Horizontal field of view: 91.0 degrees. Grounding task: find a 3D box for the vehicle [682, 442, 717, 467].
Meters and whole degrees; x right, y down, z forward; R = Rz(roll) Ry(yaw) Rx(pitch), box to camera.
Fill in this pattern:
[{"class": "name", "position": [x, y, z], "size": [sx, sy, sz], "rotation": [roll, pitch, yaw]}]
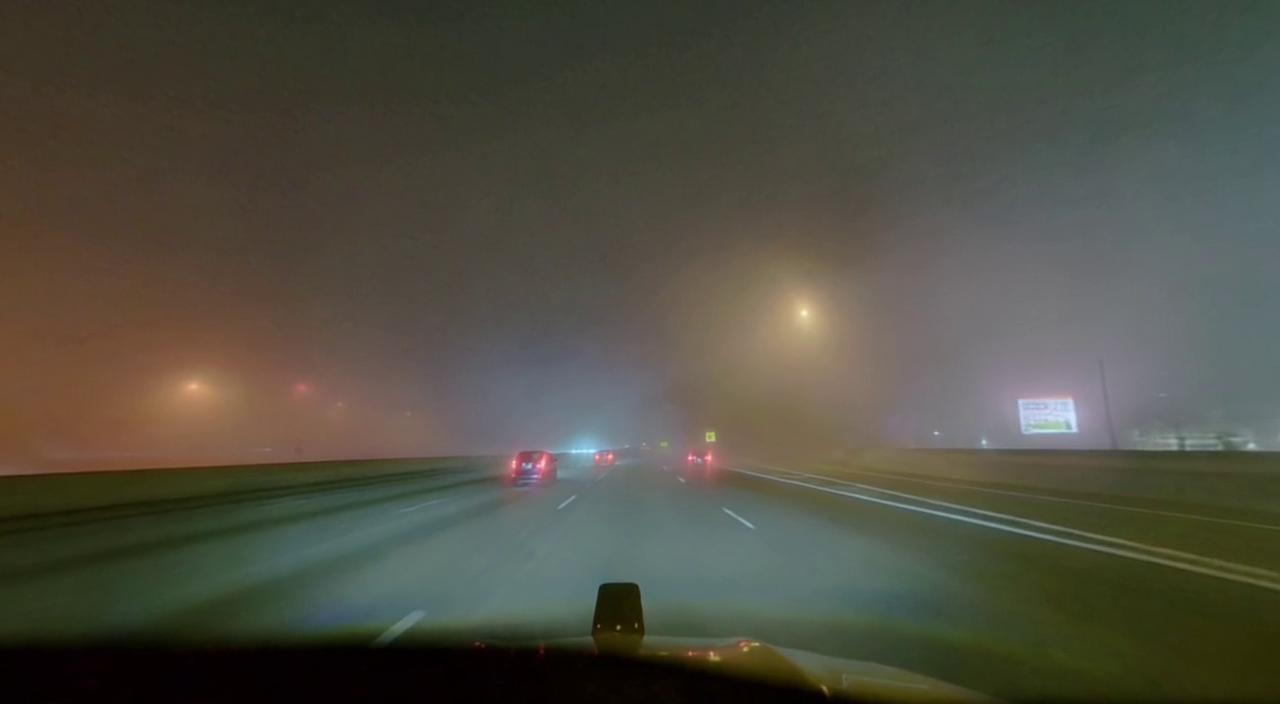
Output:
[{"class": "vehicle", "position": [4.265, 7.457, 45.861], "size": [2.047, 1.662, 4.243], "rotation": [0, -9, -1]}]
